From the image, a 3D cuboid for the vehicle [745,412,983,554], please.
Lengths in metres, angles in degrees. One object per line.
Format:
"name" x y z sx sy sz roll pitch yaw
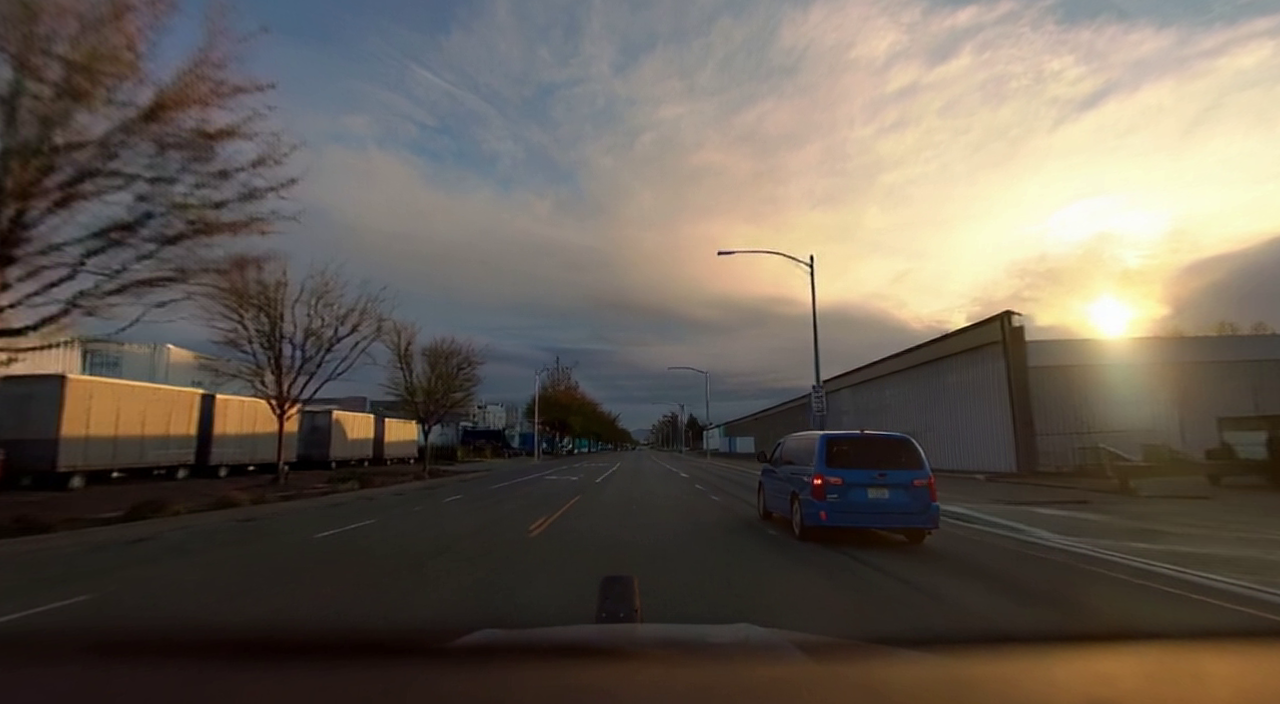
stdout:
"vehicle" 3.315 2.060 10.649 2.202 1.822 4.826 0 -8 -1
